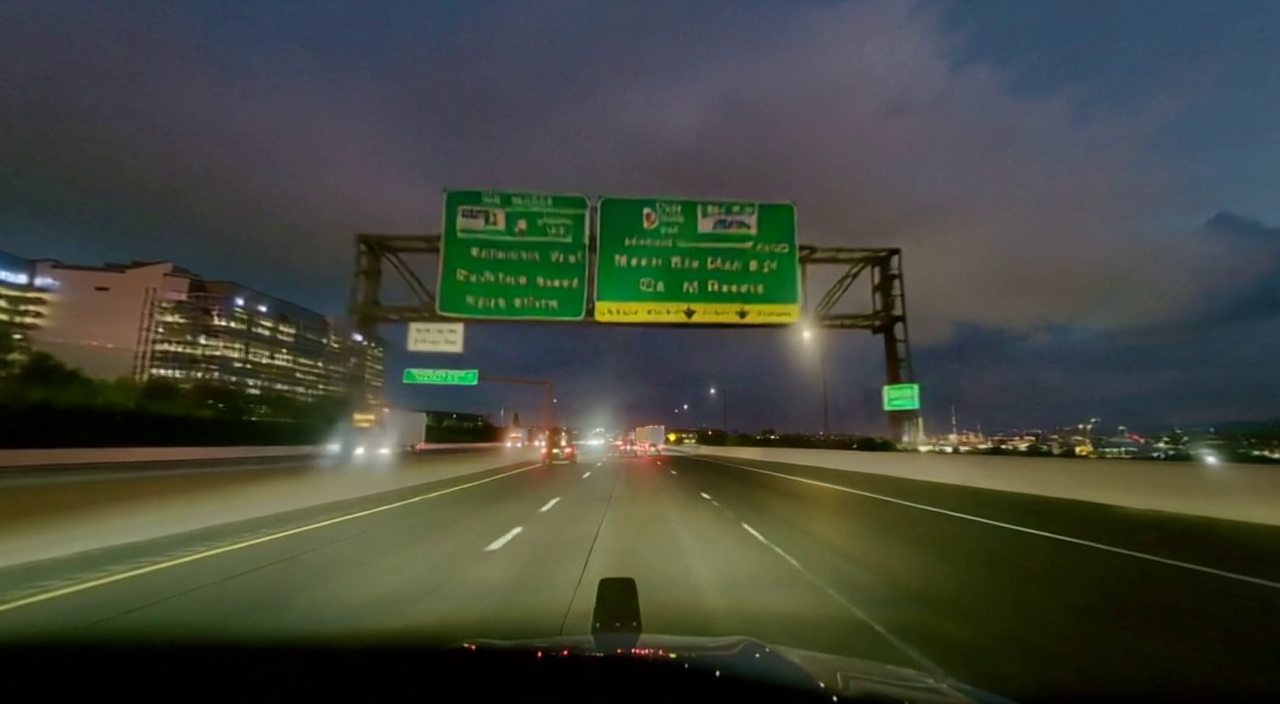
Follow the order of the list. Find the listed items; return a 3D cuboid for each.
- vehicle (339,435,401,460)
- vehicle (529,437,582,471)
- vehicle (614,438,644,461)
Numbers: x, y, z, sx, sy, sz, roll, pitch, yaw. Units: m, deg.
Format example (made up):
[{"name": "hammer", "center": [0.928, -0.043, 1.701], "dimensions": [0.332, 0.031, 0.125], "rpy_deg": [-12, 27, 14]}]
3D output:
[{"name": "vehicle", "center": [-17.070, 6.070, 39.997], "dimensions": [1.846, 1.486, 4.873], "rpy_deg": [0, -8, -1]}, {"name": "vehicle", "center": [-4.331, 5.280, 32.840], "dimensions": [2.271, 1.626, 4.463], "rpy_deg": [0, -8, -1]}, {"name": "vehicle", "center": [-0.897, 7.587, 49.005], "dimensions": [2.196, 1.699, 4.499], "rpy_deg": [0, -8, -2]}]
